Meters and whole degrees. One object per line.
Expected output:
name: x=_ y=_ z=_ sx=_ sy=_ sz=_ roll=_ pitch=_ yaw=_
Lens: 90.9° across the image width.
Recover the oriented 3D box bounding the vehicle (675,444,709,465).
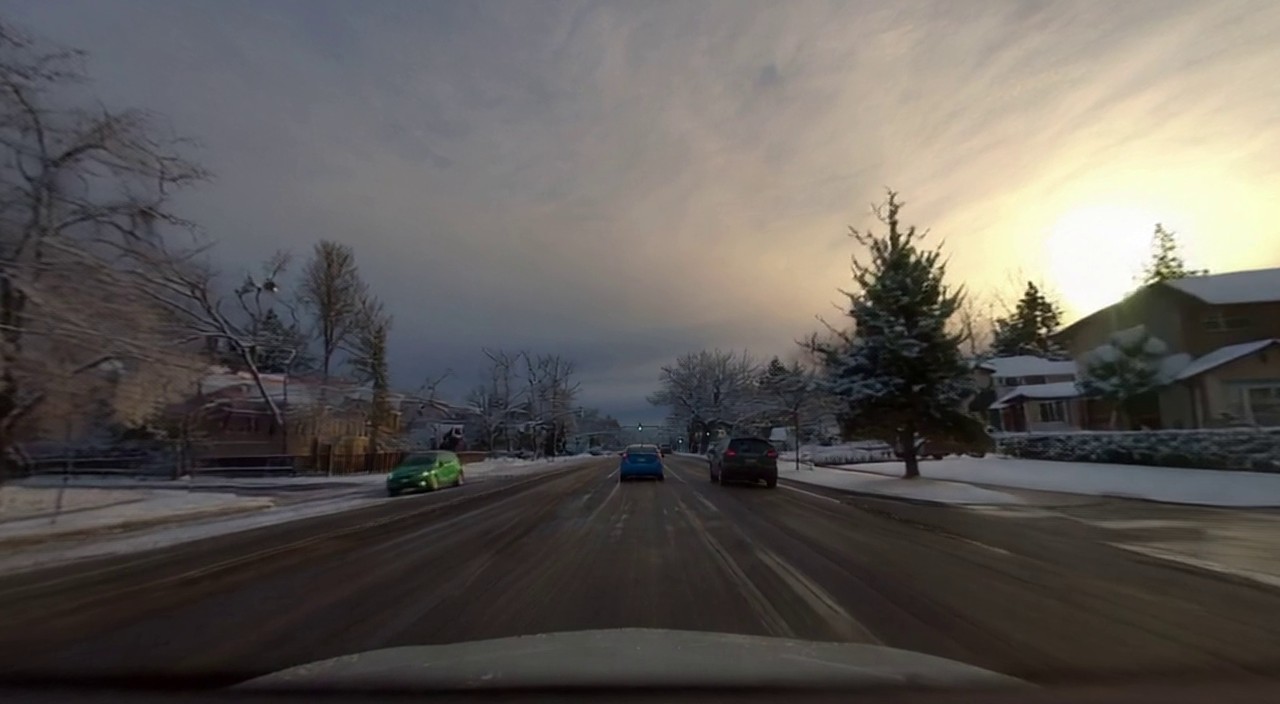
vehicle: x=3.684 y=7.380 z=45.544 sx=2.099 sy=1.463 sz=4.130 roll=0 pitch=-8 yaw=0

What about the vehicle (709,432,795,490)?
vehicle: x=3.592 y=3.605 z=21.117 sx=2.024 sy=1.711 sz=4.512 roll=0 pitch=-8 yaw=0

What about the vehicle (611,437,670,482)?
vehicle: x=0.048 y=4.339 z=25.672 sx=2.200 sy=1.653 sz=4.127 roll=0 pitch=-8 yaw=1

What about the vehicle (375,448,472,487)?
vehicle: x=-10.998 y=5.882 z=32.121 sx=4.296 sy=1.611 sz=1.942 roll=-6 pitch=-10 yaw=12
